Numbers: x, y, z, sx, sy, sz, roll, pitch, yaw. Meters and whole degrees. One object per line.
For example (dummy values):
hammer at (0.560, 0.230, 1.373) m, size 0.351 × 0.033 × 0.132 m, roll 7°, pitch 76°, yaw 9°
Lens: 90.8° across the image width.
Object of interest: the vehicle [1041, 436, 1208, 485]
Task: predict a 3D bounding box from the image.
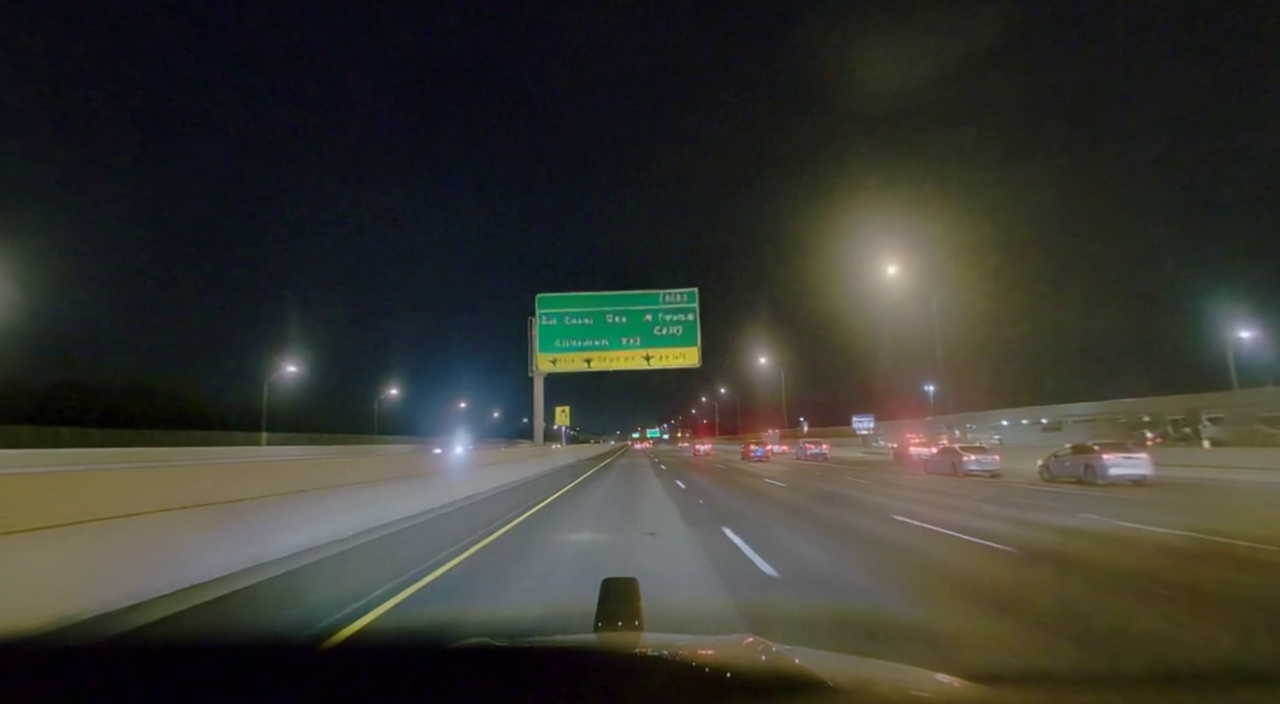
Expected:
vehicle at (16.568, 3.718, 22.013) m, size 1.936 × 1.498 × 4.883 m, roll 0°, pitch -8°, yaw 0°

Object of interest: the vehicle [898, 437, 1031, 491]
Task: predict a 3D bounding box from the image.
vehicle at (9.644, 3.344, 19.200) m, size 1.836 × 1.418 × 4.132 m, roll 0°, pitch -8°, yaw 0°

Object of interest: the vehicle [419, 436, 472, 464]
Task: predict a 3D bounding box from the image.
vehicle at (-12.574, 6.339, 41.102) m, size 1.989 × 1.694 × 4.081 m, roll 2°, pitch -8°, yaw 1°
